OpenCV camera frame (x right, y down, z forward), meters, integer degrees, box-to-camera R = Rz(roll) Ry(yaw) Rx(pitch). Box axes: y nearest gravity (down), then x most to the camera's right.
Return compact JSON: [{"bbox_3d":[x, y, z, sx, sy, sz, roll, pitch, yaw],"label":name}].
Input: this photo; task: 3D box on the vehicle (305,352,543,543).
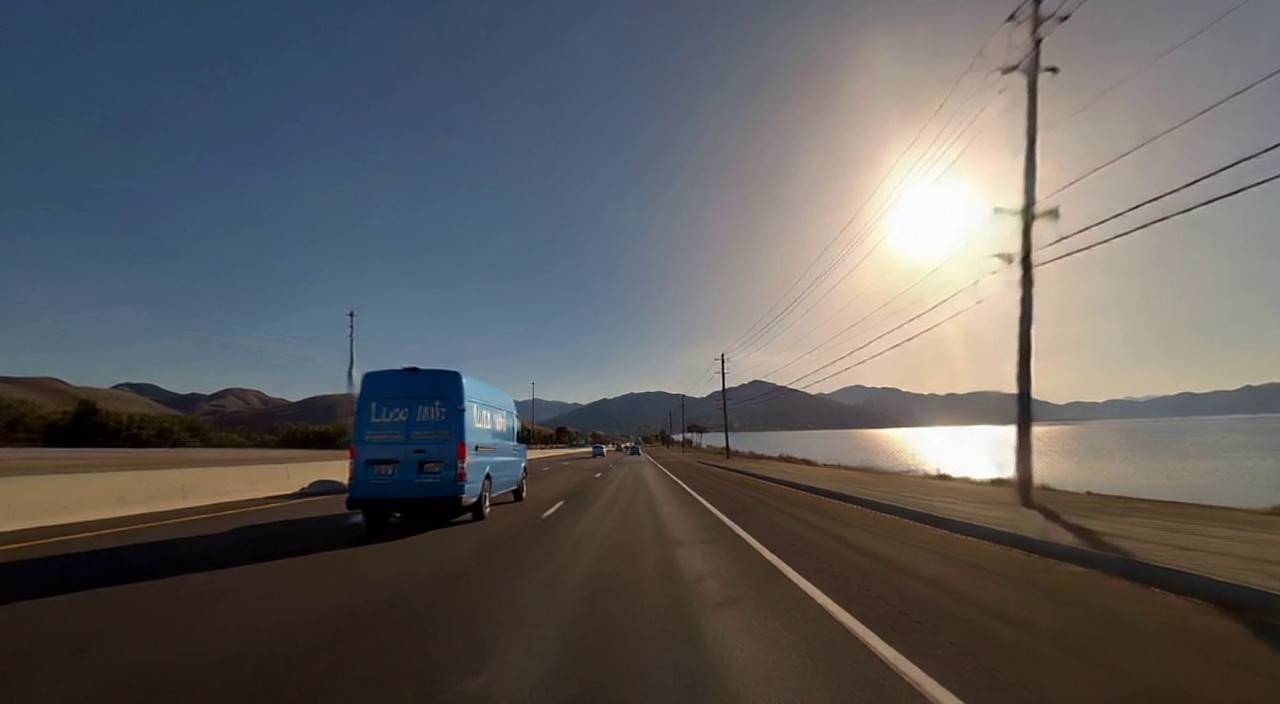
[{"bbox_3d":[-3.634,1.853,12.530,2.331,2.757,6.581,0,-8,0],"label":"vehicle"}]
